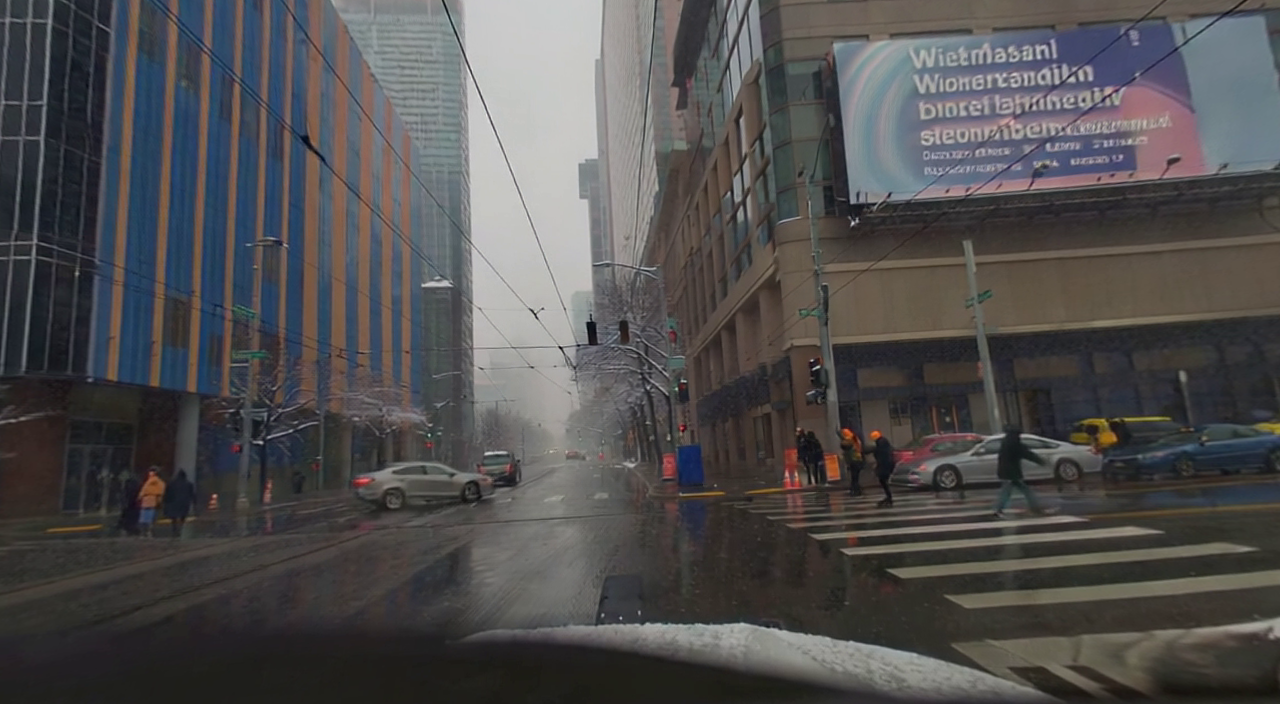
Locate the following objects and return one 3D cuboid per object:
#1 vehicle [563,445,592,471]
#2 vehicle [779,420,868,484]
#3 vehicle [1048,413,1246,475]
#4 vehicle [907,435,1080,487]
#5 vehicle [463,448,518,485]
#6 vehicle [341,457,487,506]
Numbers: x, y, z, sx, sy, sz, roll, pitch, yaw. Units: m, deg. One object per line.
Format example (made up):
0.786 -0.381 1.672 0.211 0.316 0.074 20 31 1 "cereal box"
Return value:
-4.815 8.203 49.169 2.137 1.910 5.120 1 -9 -4 "vehicle"
7.578 4.108 26.631 2.316 2.425 4.466 1 -7 -2 "vehicle"
16.759 3.049 21.070 4.944 1.946 1.952 0 -8 -3 "vehicle"
11.395 3.524 20.546 4.697 1.510 1.596 0 -9 -4 "vehicle"
-8.453 6.494 36.146 2.121 1.792 4.510 -4 -8 -2 "vehicle"
-7.962 4.549 22.617 1.797 1.490 4.549 -8 -11 41 "vehicle"
